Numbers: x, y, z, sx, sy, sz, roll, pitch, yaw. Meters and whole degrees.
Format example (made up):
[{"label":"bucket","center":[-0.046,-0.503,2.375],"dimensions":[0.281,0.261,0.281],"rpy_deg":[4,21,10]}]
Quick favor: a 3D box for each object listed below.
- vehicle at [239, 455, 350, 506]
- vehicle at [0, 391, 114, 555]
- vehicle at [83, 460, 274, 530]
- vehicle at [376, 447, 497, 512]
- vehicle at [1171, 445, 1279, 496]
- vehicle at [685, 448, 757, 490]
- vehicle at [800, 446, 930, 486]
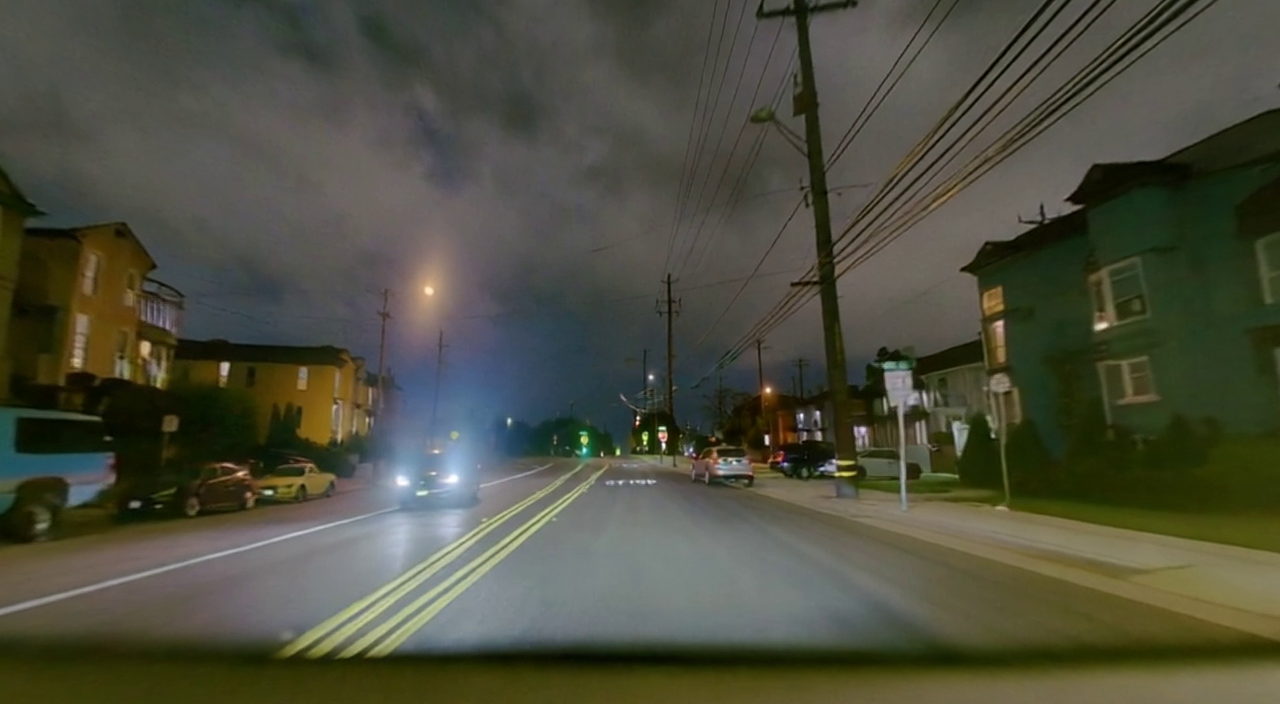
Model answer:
[{"label":"vehicle","center":[-11.863,4.402,22.007],"dimensions":[1.936,1.516,3.647],"rpy_deg":[0,-8,-4]},{"label":"vehicle","center":[-11.105,1.788,8.823],"dimensions":[2.687,2.491,5.936],"rpy_deg":[-2,-8,-4]},{"label":"vehicle","center":[-11.548,3.555,16.311],"dimensions":[1.742,1.415,4.566],"rpy_deg":[0,-8,-4]},{"label":"vehicle","center":[-5.442,3.441,17.593],"dimensions":[2.205,1.480,4.366],"rpy_deg":[-1,-8,-4]},{"label":"vehicle","center":[24.053,4.543,24.461],"dimensions":[1.962,1.764,5.005],"rpy_deg":[2,-7,-16]},{"label":"vehicle","center":[3.049,4.502,24.750],"dimensions":[1.917,1.434,4.733],"rpy_deg":[0,-8,-4]},{"label":"vehicle","center":[9.011,4.508,25.323],"dimensions":[4.658,1.465,2.025],"rpy_deg":[-4,-9,24]}]
